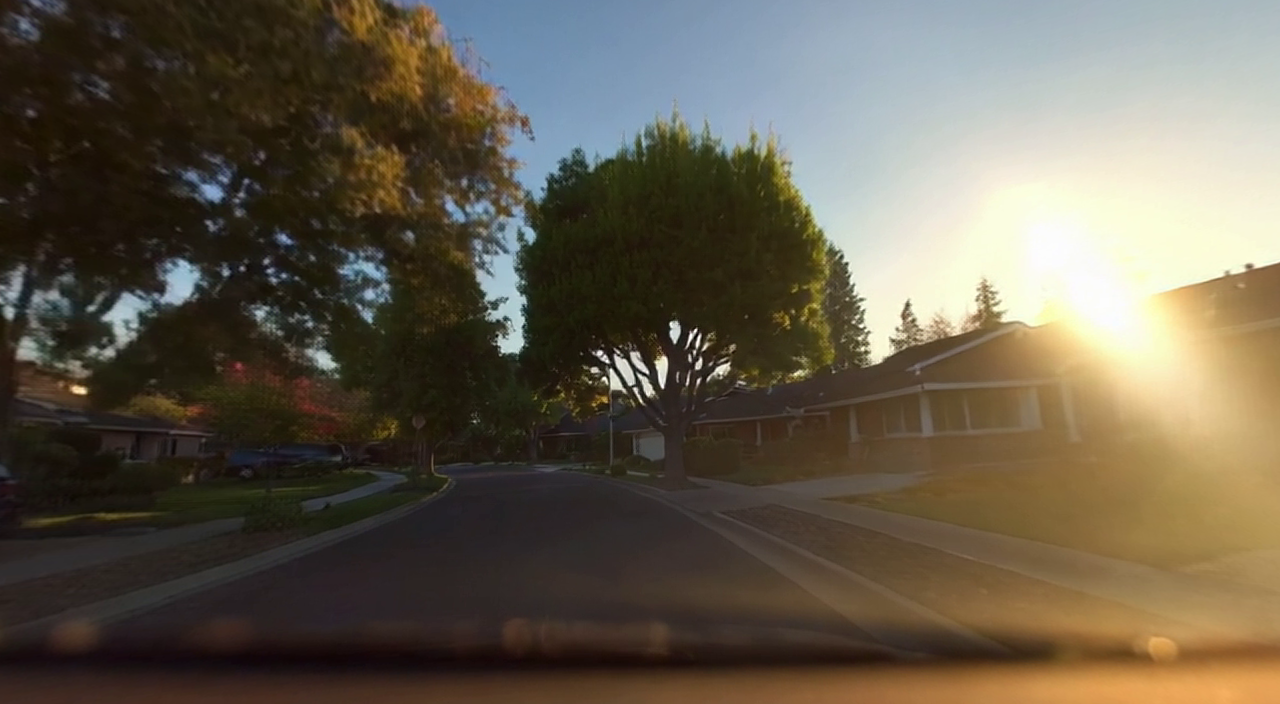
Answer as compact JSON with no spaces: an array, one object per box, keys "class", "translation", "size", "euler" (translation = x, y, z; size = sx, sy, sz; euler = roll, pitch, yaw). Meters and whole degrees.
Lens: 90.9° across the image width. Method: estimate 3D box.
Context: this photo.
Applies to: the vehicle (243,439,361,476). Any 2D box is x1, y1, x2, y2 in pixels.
[{"class":"vehicle","translation":[-15.942,4.999,29.983],"size":[4.471,1.638,1.877],"euler":[2,-8,-11]}]
